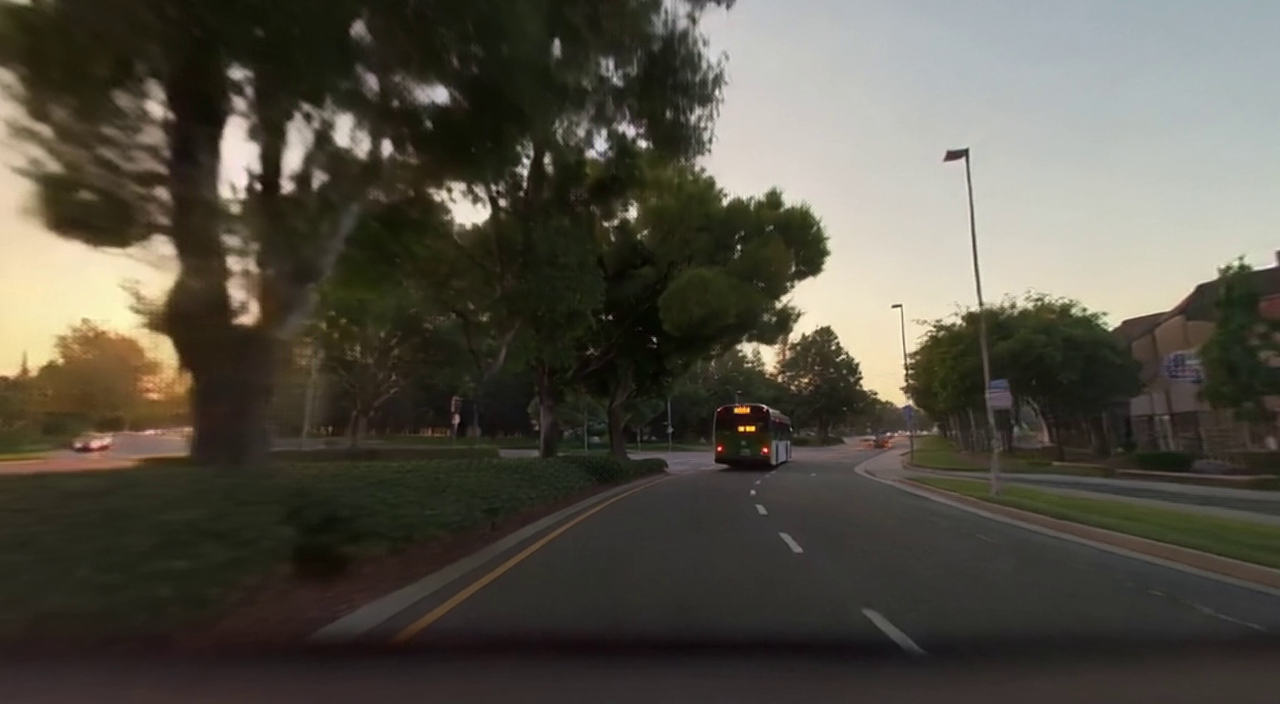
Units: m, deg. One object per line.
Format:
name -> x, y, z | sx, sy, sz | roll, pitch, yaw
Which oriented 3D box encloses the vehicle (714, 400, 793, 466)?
vehicle -> 7.232, 5.056, 38.532 | 3.031, 3.429, 11.005 | -3, -9, 18
